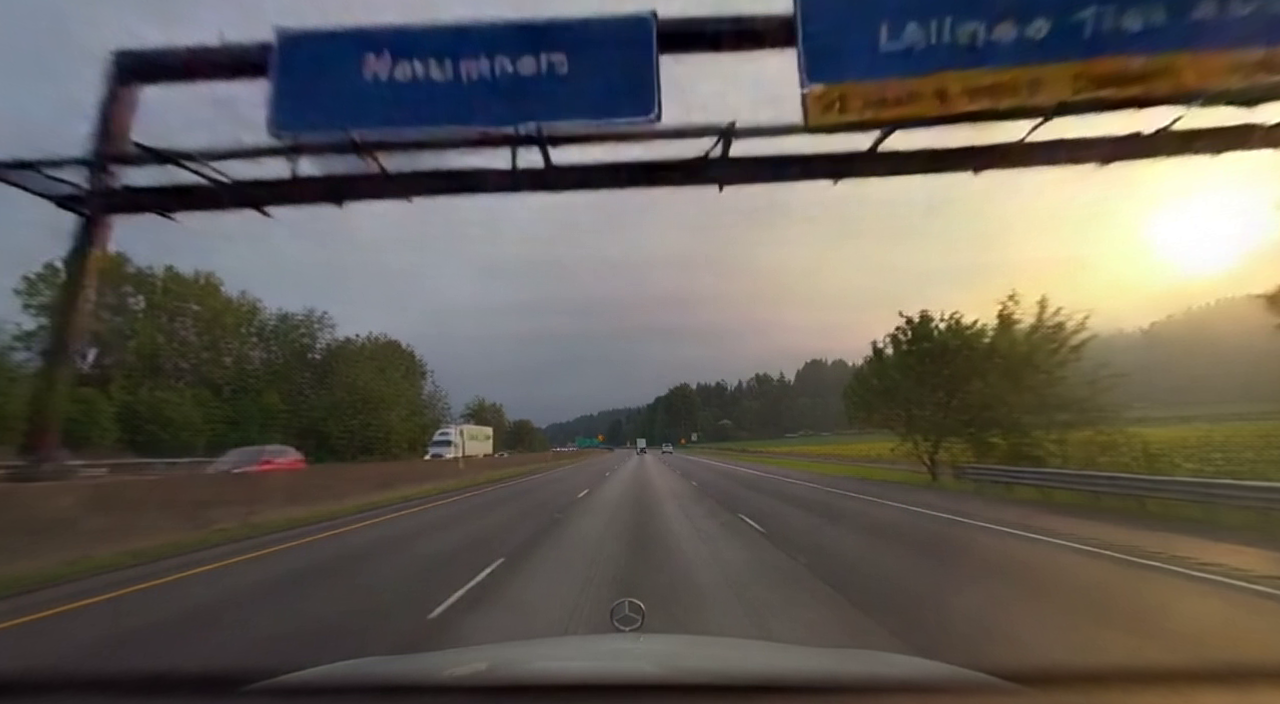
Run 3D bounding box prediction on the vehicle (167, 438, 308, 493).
[{"bbox_3d":[-14.679,4.145,23.412,2.040,1.827,4.736,0,-9,0],"label":"vehicle"}]
